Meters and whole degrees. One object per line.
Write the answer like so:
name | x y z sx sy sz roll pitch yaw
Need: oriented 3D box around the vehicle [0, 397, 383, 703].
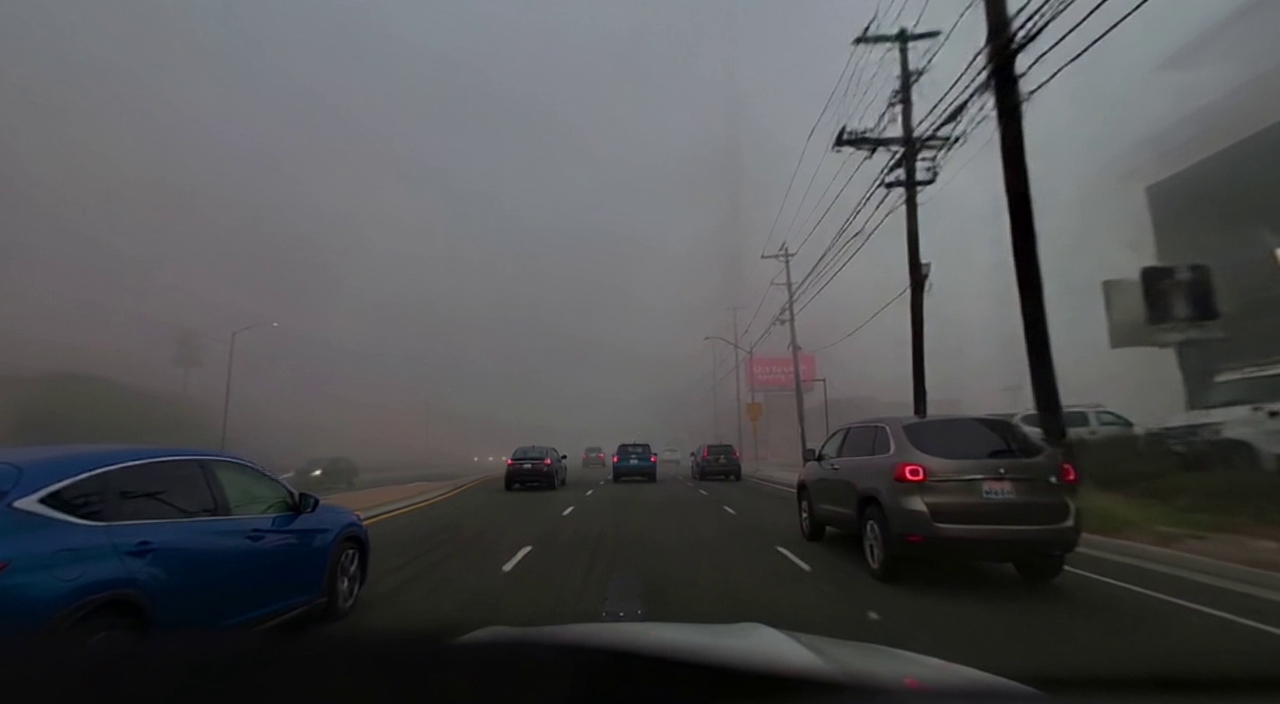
vehicle | -3.232 1.061 3.175 2.022 1.498 4.471 0 -8 -1

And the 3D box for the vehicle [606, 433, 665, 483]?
vehicle | -0.232 4.490 27.059 2.326 1.925 4.253 0 -8 -1

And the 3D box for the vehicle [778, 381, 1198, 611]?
vehicle | 3.429 1.548 7.771 2.282 1.897 4.915 0 -8 -1

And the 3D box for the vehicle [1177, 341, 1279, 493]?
vehicle | 12.579 1.062 10.594 2.477 2.665 5.203 0 -8 1

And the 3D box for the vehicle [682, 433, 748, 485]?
vehicle | 2.919 4.276 25.534 2.026 1.904 4.102 0 -8 -1

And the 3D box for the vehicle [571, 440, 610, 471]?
vehicle | -3.492 7.410 45.525 2.405 2.009 5.909 0 -8 -1

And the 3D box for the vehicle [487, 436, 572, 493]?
vehicle | -3.493 3.635 20.717 2.051 1.671 3.861 0 -8 0
